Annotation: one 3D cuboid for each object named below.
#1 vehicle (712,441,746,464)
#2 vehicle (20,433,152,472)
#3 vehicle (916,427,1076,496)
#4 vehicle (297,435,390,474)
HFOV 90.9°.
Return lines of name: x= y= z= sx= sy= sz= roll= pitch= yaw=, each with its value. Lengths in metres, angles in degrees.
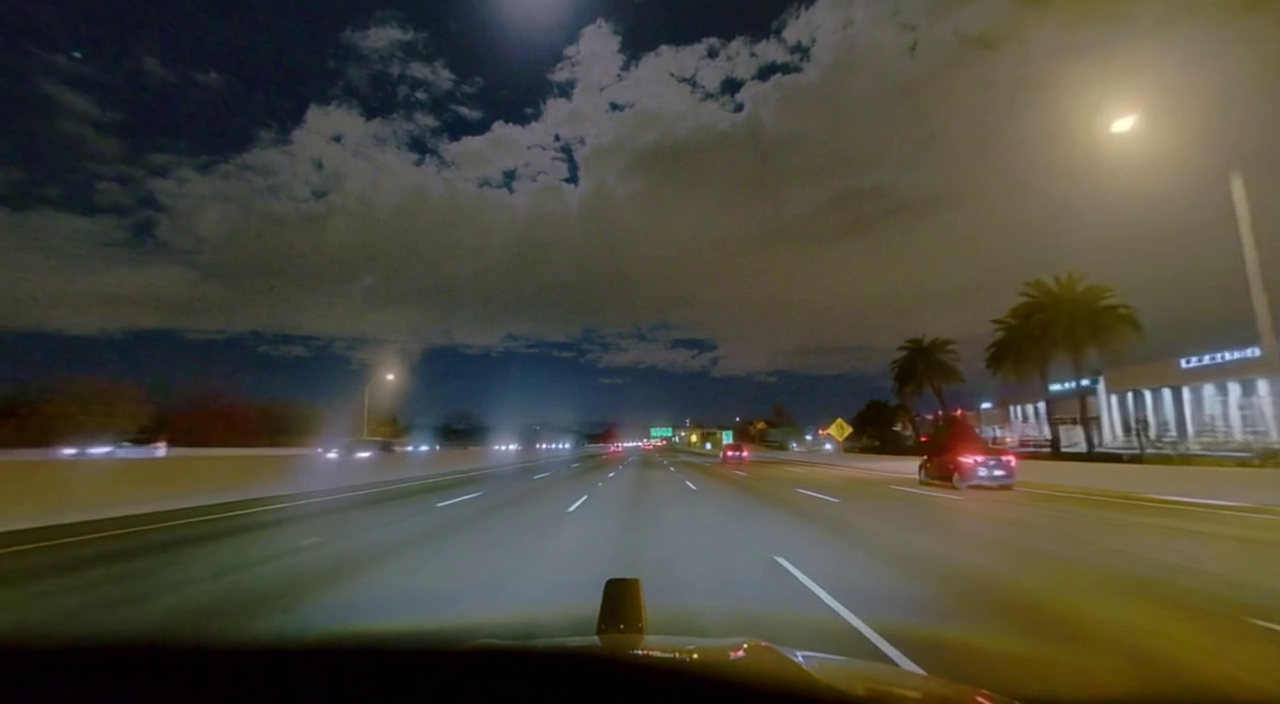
vehicle: x=6.996 y=7.951 z=49.971 sx=2.064 sy=1.681 sz=4.287 roll=0 pitch=-8 yaw=-1
vehicle: x=-25.843 y=4.687 z=29.683 sx=1.949 sy=1.676 sz=4.578 roll=0 pitch=-8 yaw=1
vehicle: x=10.778 y=3.329 z=19.625 sx=2.168 sy=1.861 sz=4.678 roll=0 pitch=-8 yaw=0
vehicle: x=-12.518 y=4.349 z=26.930 sx=1.827 sy=1.495 sz=4.213 roll=0 pitch=-8 yaw=1
